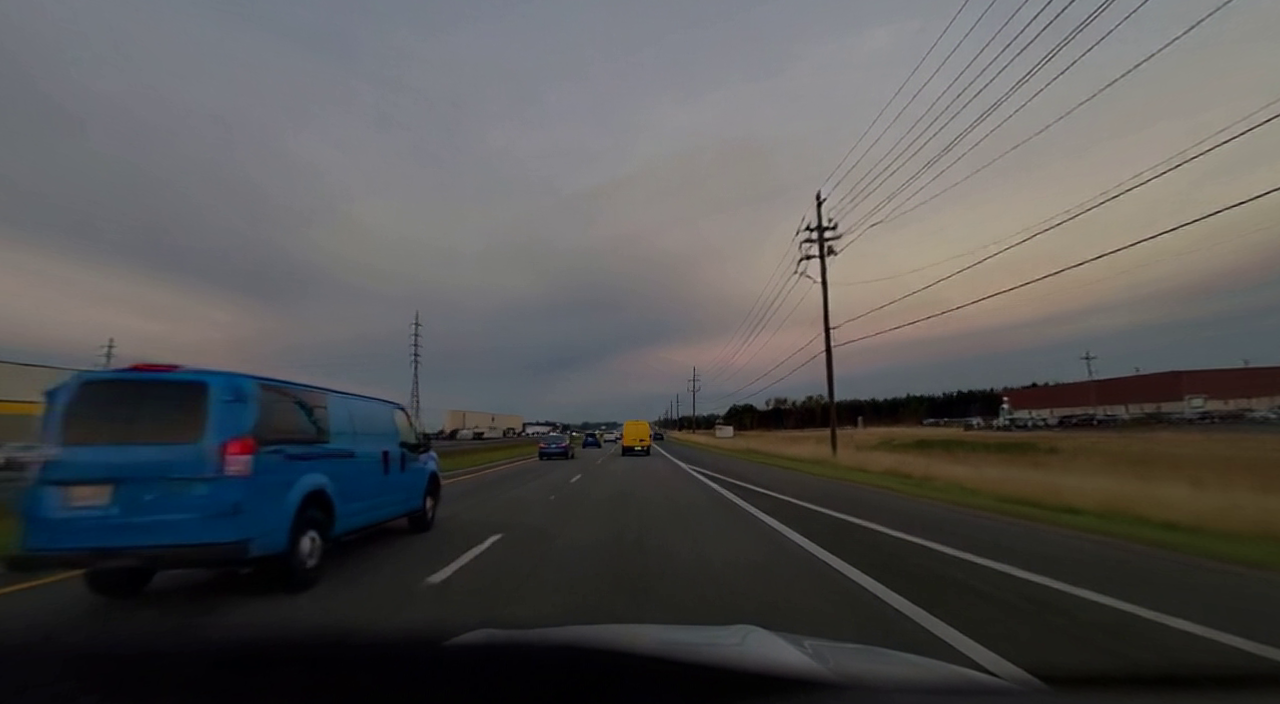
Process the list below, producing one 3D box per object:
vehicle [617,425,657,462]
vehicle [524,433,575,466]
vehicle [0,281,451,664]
[{"bbox_3d":[-0.196,5.342,36.913,2.213,1.997,4.456,0,-8,-1],"label":"vehicle"},{"bbox_3d":[-4.588,4.970,32.394,2.058,1.557,4.125,0,-8,0],"label":"vehicle"},{"bbox_3d":[-4.144,1.109,6.882,2.388,2.410,5.787,0,-8,-1],"label":"vehicle"}]
